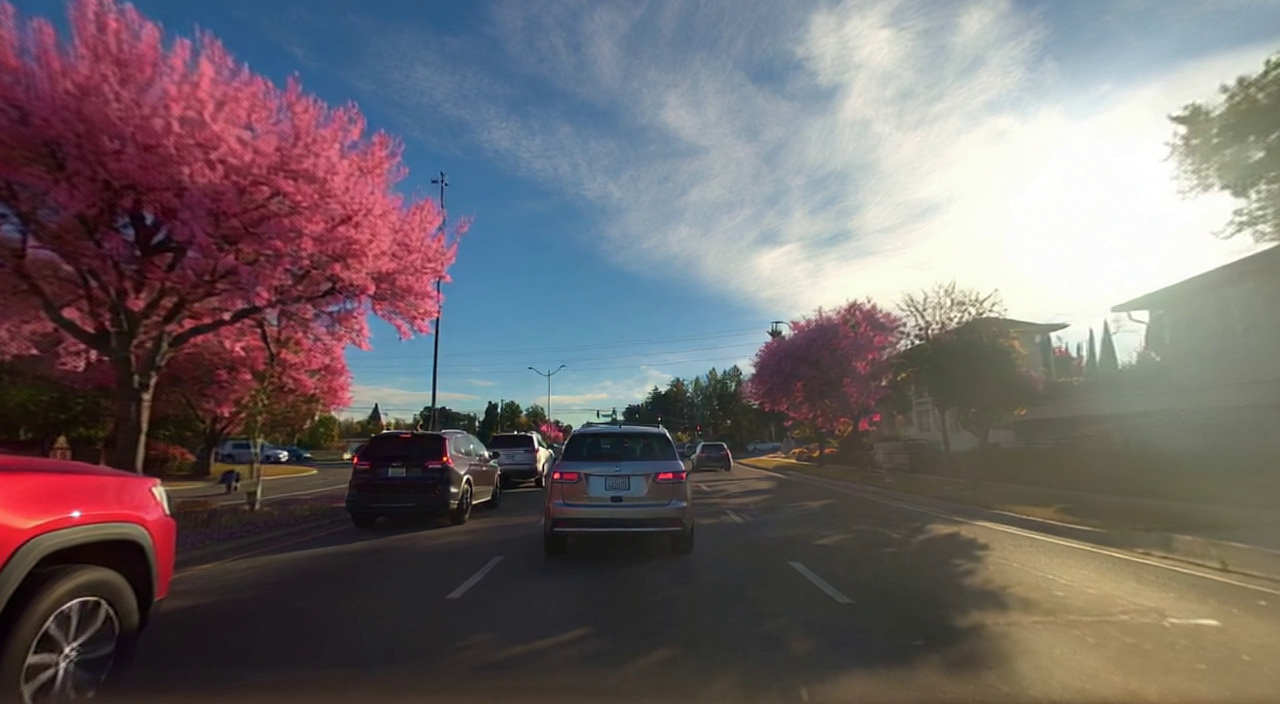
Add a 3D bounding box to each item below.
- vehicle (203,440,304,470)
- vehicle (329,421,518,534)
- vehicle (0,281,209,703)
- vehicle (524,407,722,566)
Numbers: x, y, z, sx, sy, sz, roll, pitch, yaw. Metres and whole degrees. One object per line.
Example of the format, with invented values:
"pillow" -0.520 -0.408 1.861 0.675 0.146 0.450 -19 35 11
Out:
"vehicle" -28.507 7.572 46.835 5.856 2.096 2.481 3 -9 -18
"vehicle" -3.657 2.201 11.655 1.948 1.668 4.279 0 -8 0
"vehicle" -3.517 0.509 0.956 2.304 1.928 4.833 0 -8 0
"vehicle" -0.199 1.741 8.873 2.112 1.693 4.058 0 -8 0
